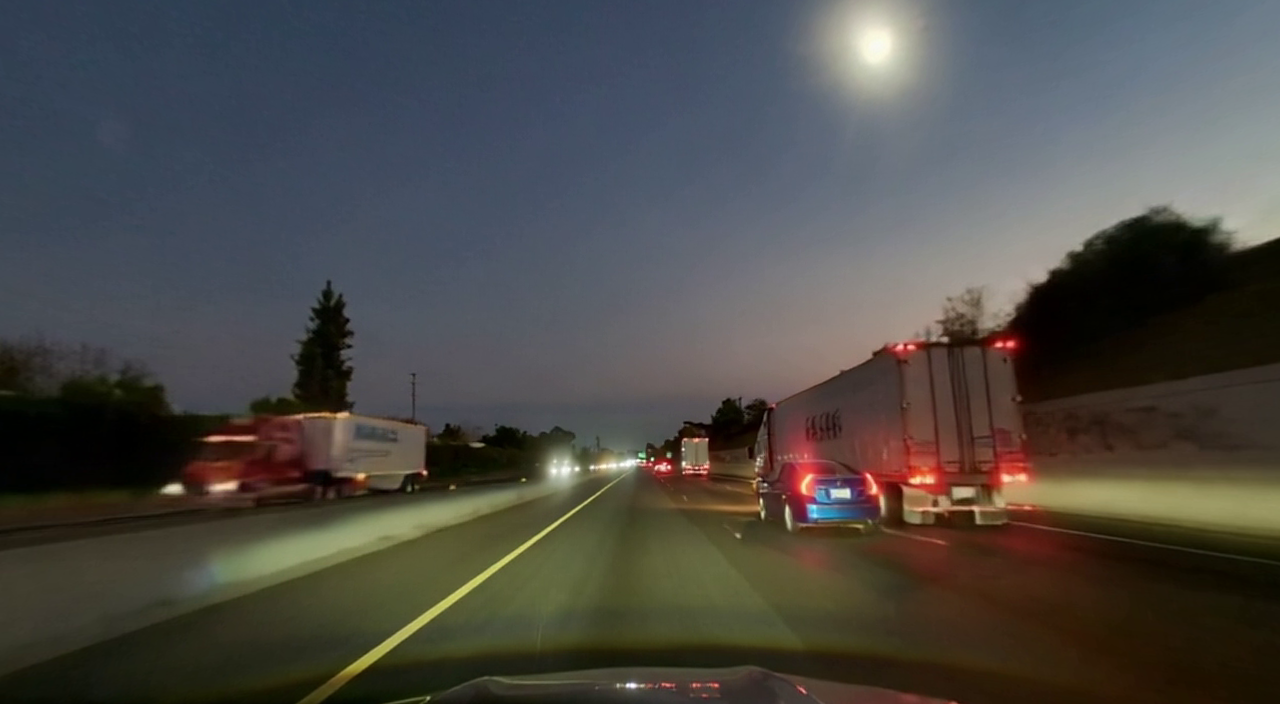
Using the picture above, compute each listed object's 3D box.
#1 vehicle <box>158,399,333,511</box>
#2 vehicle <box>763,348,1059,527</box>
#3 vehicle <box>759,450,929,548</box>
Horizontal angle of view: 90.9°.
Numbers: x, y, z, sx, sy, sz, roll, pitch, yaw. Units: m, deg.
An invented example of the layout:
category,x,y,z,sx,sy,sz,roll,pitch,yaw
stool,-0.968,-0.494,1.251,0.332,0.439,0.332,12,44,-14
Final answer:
category,x,y,z,sx,sy,sz,roll,pitch,yaw
vehicle,-16.144,4.358,26.489,3.150,4.073,5.938,1,-10,0
vehicle,7.762,3.412,22.734,3.298,4.017,16.824,1,-10,0
vehicle,3.710,2.776,12.218,2.011,1.574,3.512,0,-11,-1
